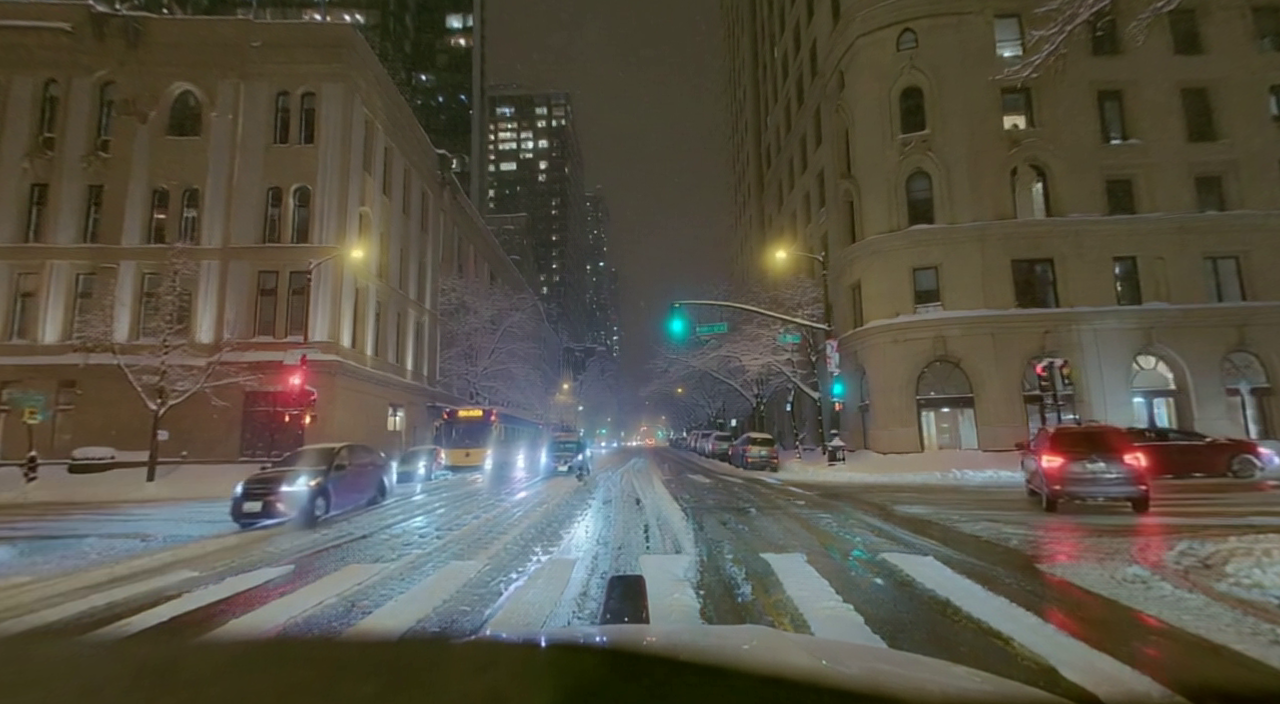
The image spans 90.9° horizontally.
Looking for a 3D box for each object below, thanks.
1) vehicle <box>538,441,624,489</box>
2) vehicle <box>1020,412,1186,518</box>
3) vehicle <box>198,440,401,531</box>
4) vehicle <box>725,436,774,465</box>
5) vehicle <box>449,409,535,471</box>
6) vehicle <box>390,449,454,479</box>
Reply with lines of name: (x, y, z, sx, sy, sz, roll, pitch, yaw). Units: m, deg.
vehicle: (-2.113, 3.702, 21.159, 1.904, 1.402, 4.759, 3, -9, -18)
vehicle: (8.353, 1.996, 11.607, 1.912, 1.505, 4.889, -6, -10, 34)
vehicle: (-6.483, 2.544, 12.639, 1.861, 1.508, 4.052, 0, -8, -1)
vehicle: (6.243, 5.643, 36.296, 1.926, 1.574, 3.961, 0, -8, -2)
vehicle: (-8.930, 5.564, 39.601, 2.981, 3.391, 9.957, 0, -8, 0)
vehicle: (-11.939, 6.115, 34.796, 1.998, 1.505, 4.405, 0, -8, 0)
